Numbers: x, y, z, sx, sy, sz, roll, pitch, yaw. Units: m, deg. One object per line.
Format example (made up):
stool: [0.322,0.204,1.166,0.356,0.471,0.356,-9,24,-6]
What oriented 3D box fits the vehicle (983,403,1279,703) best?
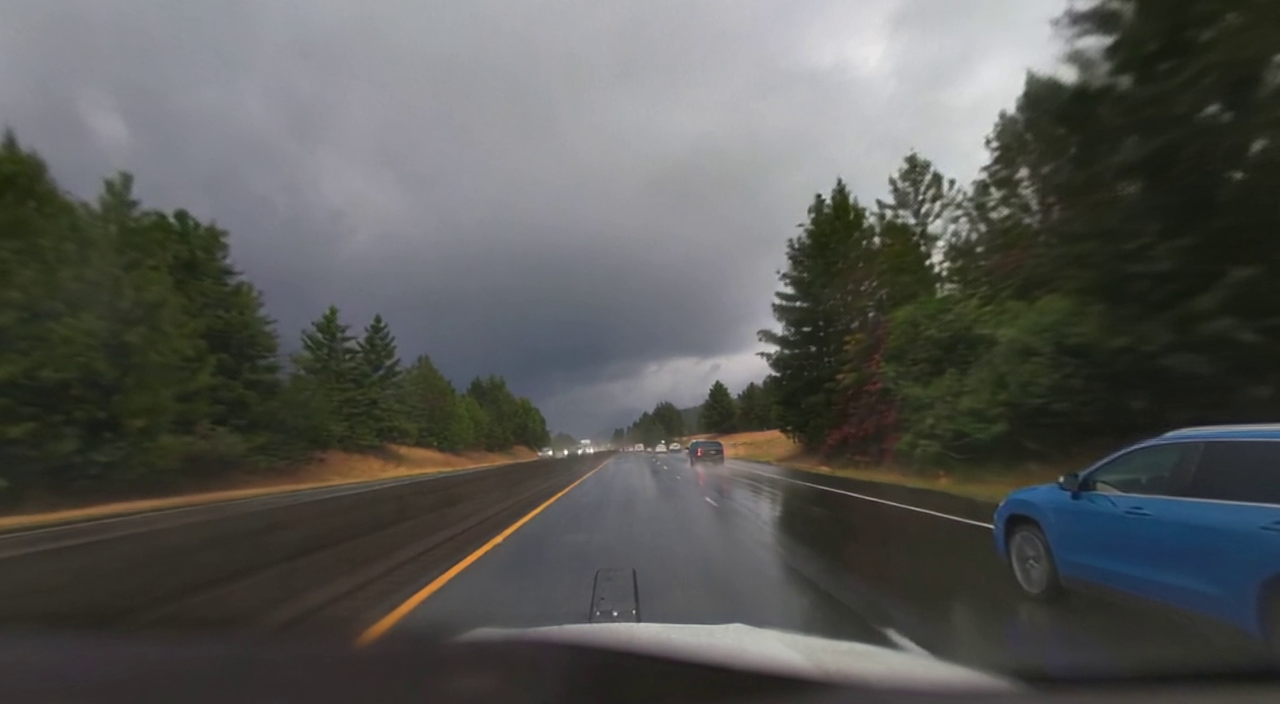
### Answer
vehicle: [3.873,1.006,3.007,1.999,1.501,4.221,0,-8,-1]

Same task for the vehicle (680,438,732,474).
vehicle: [3.282,5.227,31.981,2.043,1.673,4.016,0,-8,-3]
